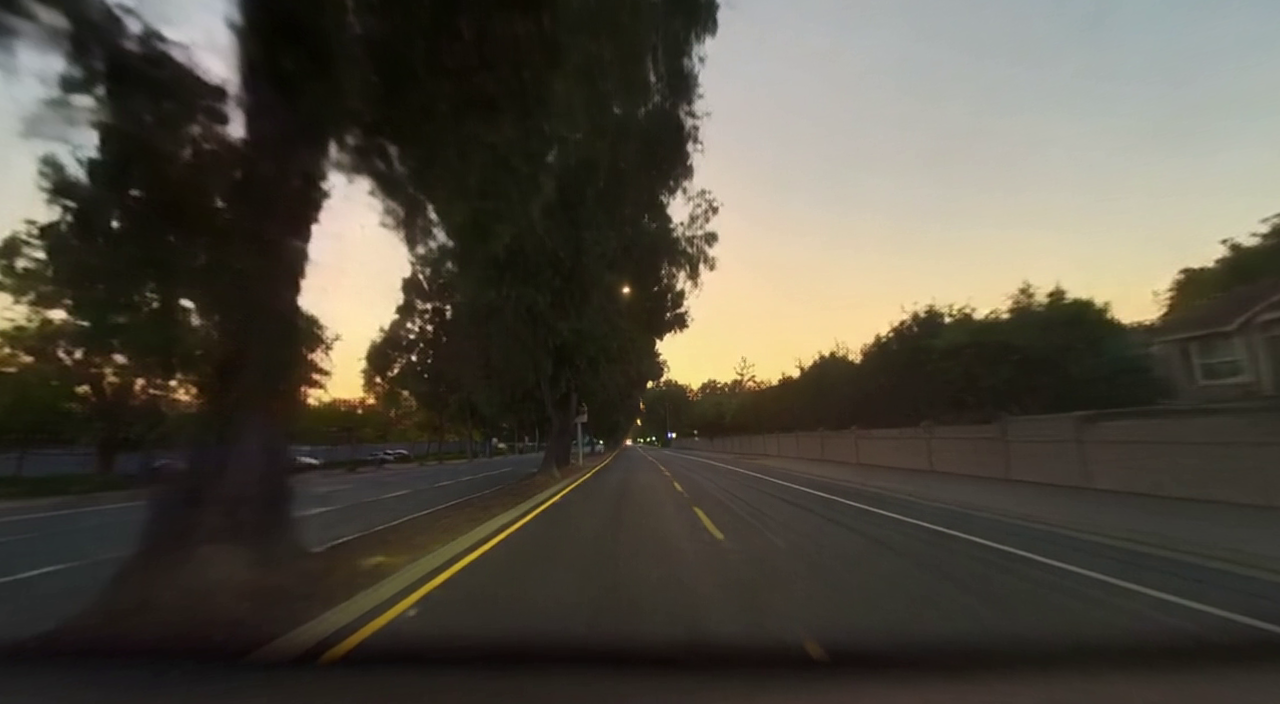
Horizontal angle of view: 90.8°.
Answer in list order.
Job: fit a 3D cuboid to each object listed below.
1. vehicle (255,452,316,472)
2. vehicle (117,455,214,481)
[{"bbox_3d":[-27.544,8.546,49.207,3.706,1.426,1.668,0,-8,-2],"label":"vehicle"},{"bbox_3d":[-27.727,6.785,37.007,3.956,1.414,2.109,-1,-8,0],"label":"vehicle"}]
